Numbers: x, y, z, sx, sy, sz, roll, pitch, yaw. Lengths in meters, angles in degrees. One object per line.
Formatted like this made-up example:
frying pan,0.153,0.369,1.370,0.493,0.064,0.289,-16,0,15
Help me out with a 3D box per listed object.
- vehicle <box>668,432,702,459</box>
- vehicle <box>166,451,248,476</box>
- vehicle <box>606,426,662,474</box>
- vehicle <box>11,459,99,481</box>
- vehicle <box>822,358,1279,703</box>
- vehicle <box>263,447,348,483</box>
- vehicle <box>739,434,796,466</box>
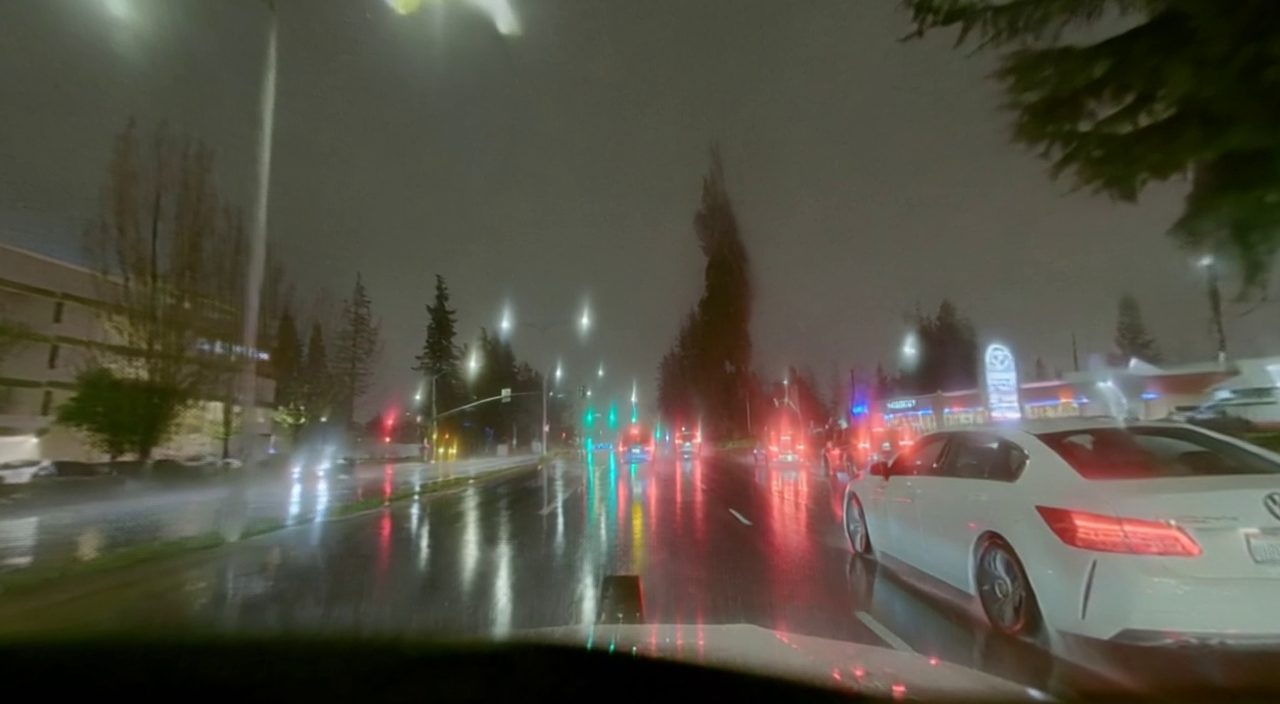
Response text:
vehicle,3.091,6.531,44.303,2.000,1.745,4.206,0,-8,-2
vehicle,-30.341,7.797,44.345,4.228,1.680,2.024,0,-8,0
vehicle,-0.244,4.012,26.024,2.106,1.798,4.168,0,-8,-1
vehicle,-42.957,8.653,46.437,4.559,1.441,1.815,0,-8,-1
vehicle,3.242,1.168,5.064,2.153,1.658,4.485,0,-8,-1
vehicle,-17.184,5.793,32.735,1.984,1.492,4.677,-5,-8,-1
vehicle,6.334,4.922,31.870,1.883,1.452,4.258,0,-8,-1
